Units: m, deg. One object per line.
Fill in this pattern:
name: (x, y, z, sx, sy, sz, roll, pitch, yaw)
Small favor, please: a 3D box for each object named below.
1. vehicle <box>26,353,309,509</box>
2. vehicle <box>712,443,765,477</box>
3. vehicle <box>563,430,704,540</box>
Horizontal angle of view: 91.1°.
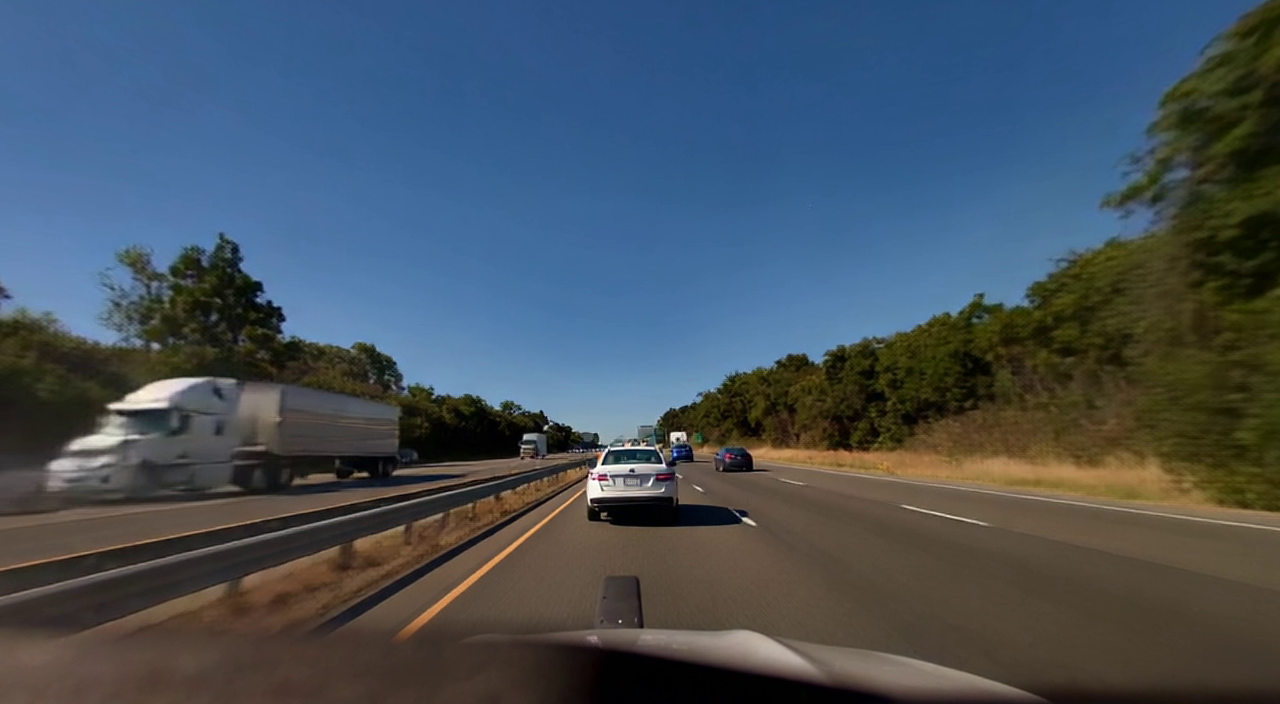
vehicle: (-13.612, 2.471, 19.204, 3.152, 3.893, 6.812, 0, -9, 0)
vehicle: (4.724, 5.233, 30.728, 1.931, 1.516, 3.995, 0, -9, -1)
vehicle: (-0.139, 2.255, 11.202, 2.088, 1.580, 3.657, 0, -9, -1)
